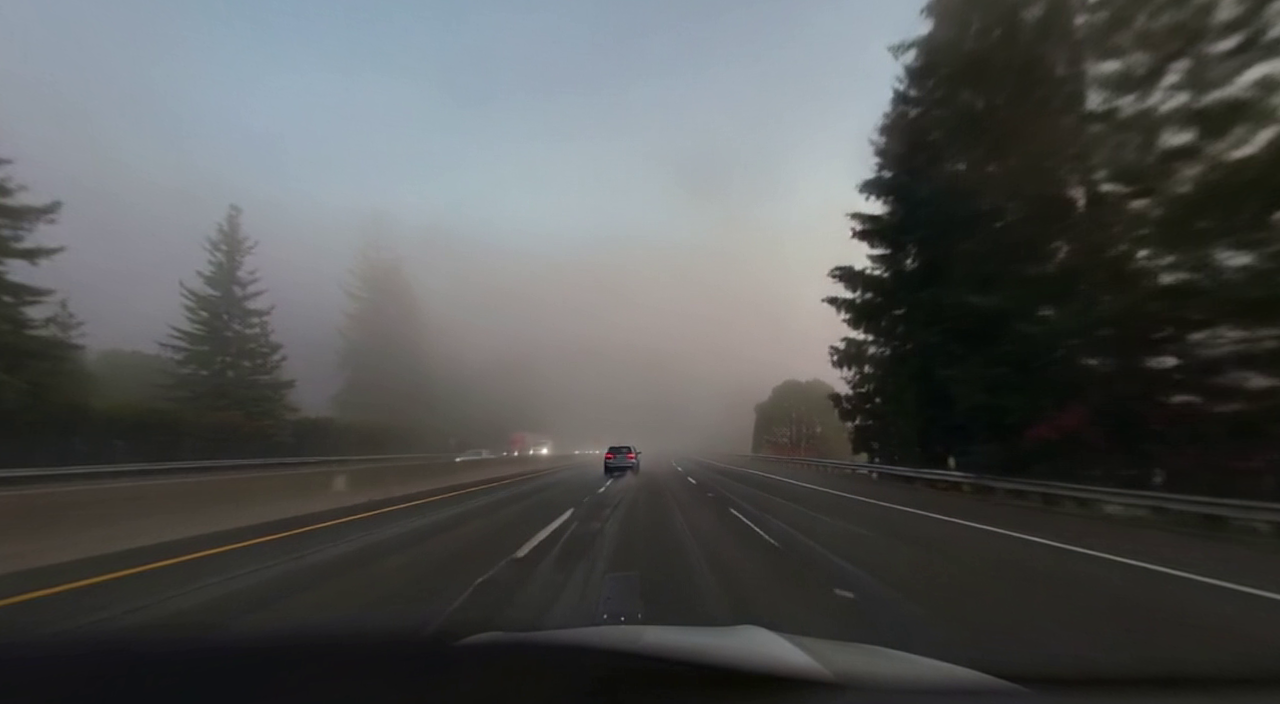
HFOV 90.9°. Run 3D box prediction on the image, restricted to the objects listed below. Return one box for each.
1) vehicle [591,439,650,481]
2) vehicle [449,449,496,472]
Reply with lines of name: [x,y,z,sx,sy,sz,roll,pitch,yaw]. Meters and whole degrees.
vehicle: [-0.745,4.663,27.451,2.231,1.652,4.503,0,-9,2]
vehicle: [-11.159,7.236,42.192,1.865,1.466,4.348,0,-9,1]
